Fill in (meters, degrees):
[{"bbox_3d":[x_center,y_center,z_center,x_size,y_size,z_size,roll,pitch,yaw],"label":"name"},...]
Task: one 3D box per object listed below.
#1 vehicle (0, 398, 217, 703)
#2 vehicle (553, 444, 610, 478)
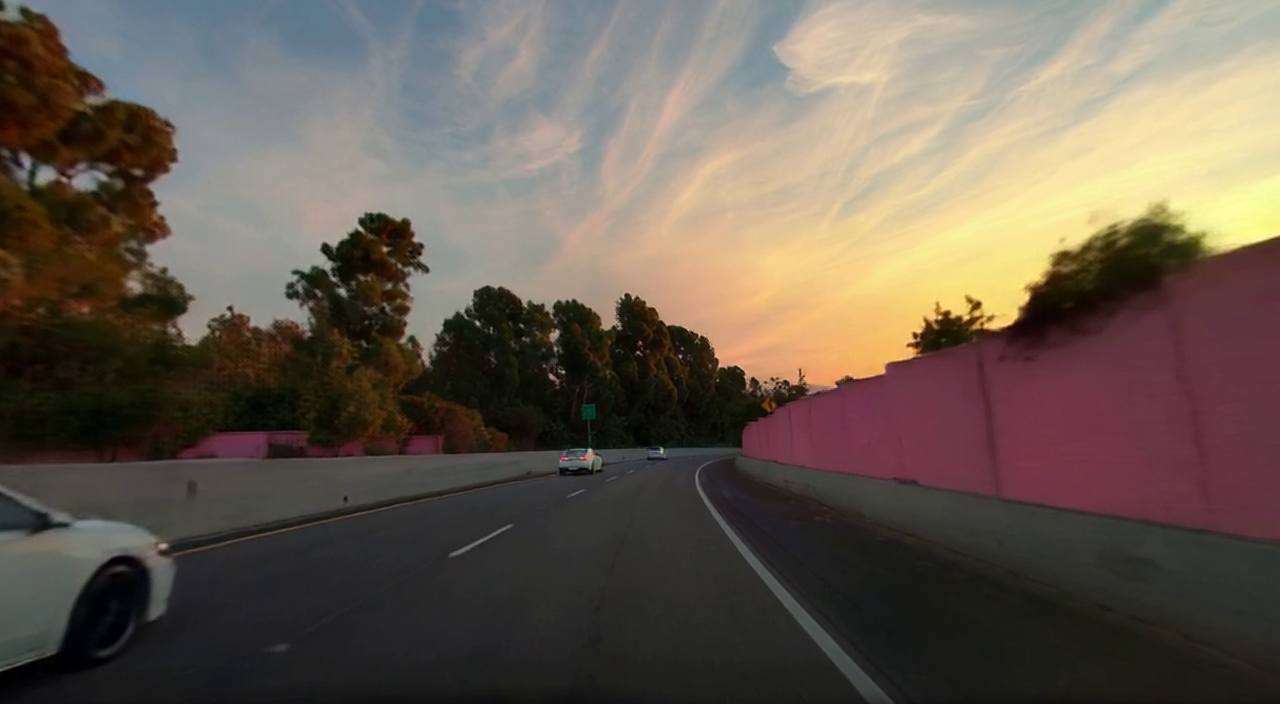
[{"bbox_3d":[-3.779,0.846,2.135,1.884,1.469,3.959,0,-9,1],"label":"vehicle"},{"bbox_3d":[-2.567,4.918,28.617,1.746,1.405,4.339,-1,-9,6],"label":"vehicle"}]
